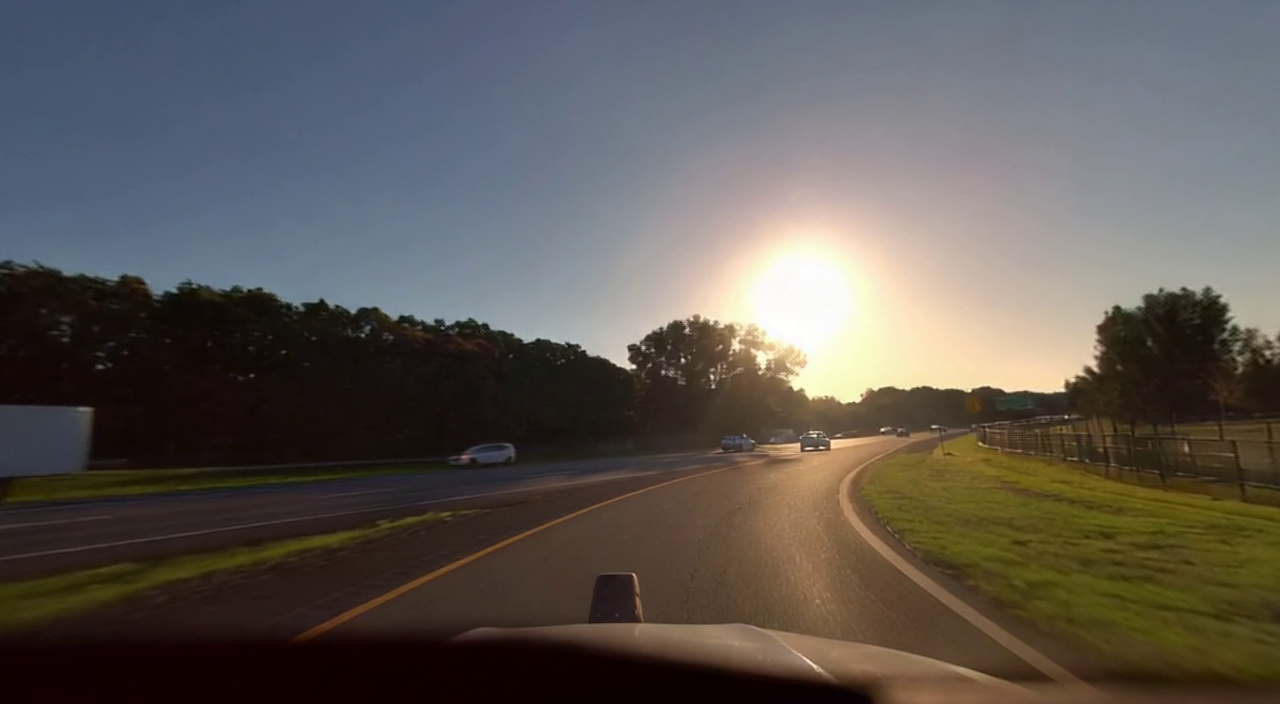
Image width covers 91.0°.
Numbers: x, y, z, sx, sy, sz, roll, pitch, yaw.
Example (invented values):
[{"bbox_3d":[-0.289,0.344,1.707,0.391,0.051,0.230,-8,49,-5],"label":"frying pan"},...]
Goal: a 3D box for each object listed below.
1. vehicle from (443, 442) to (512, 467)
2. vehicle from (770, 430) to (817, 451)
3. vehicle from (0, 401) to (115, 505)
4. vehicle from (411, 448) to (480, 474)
[{"bbox_3d":[-11.462,7.246,44.696,1.993,1.677,4.668,-6,-10,31],"label":"vehicle"},{"bbox_3d":[12.123,6.970,49.556,2.135,1.579,4.843,-6,-10,31],"label":"vehicle"},{"bbox_3d":[-26.748,3.366,20.560,2.888,3.781,14.258,-6,-10,32],"label":"vehicle"},{"bbox_3d":[-11.364,6.361,36.940,1.655,1.352,3.591,-6,-10,31],"label":"vehicle"}]
